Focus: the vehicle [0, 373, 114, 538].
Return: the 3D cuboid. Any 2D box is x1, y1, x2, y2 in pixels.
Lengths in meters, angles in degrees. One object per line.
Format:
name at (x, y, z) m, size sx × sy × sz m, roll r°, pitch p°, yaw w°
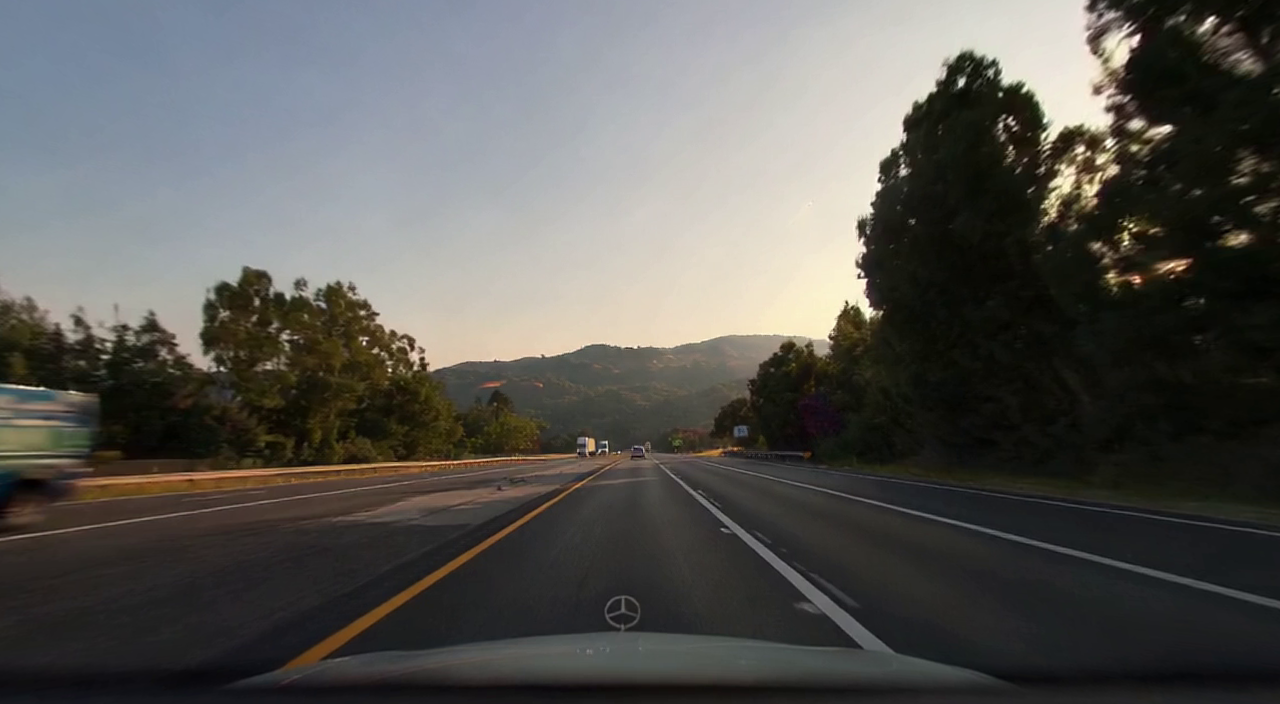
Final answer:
vehicle at (-12.022, 1.626, 9.847) m, size 2.690 × 2.712 × 5.582 m, roll 0°, pitch -9°, yaw 0°
